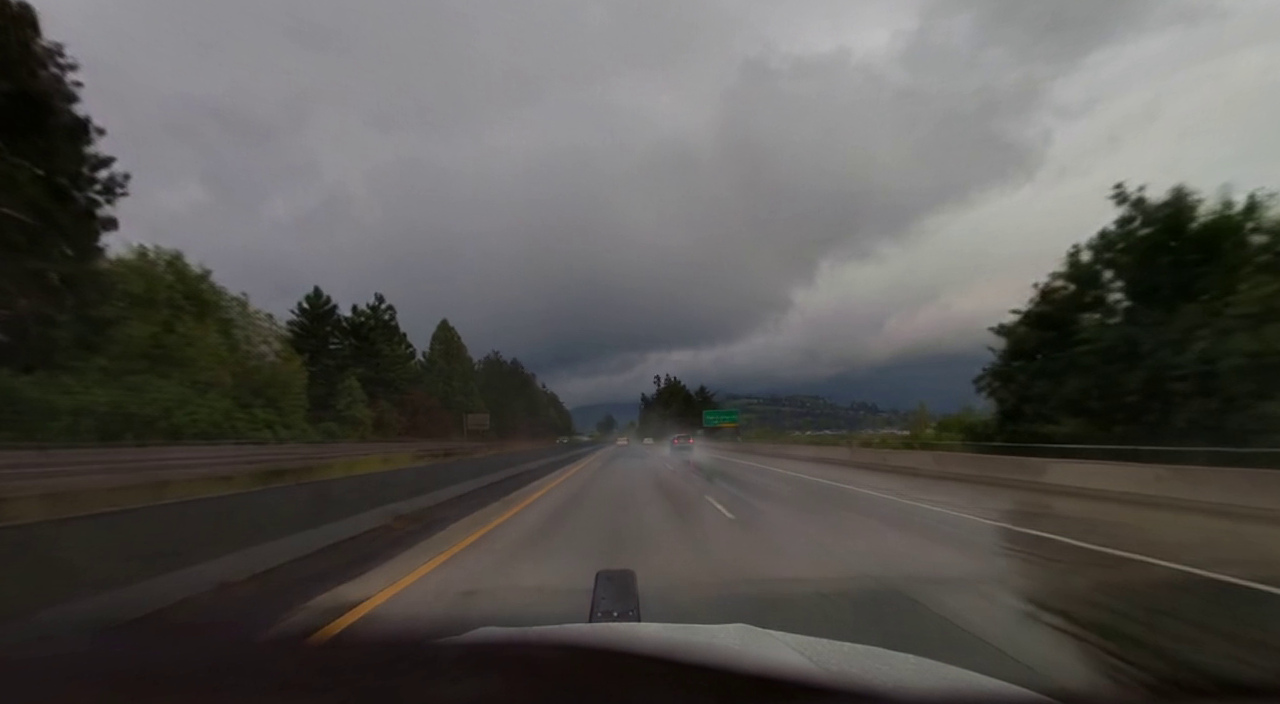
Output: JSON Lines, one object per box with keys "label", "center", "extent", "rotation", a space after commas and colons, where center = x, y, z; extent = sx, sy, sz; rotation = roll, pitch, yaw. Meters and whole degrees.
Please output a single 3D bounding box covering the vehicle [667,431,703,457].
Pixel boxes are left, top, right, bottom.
{"label": "vehicle", "center": [3.093, 6.450, 44.345], "extent": [2.085, 1.681, 4.436], "rotation": [0, -7, -2]}
